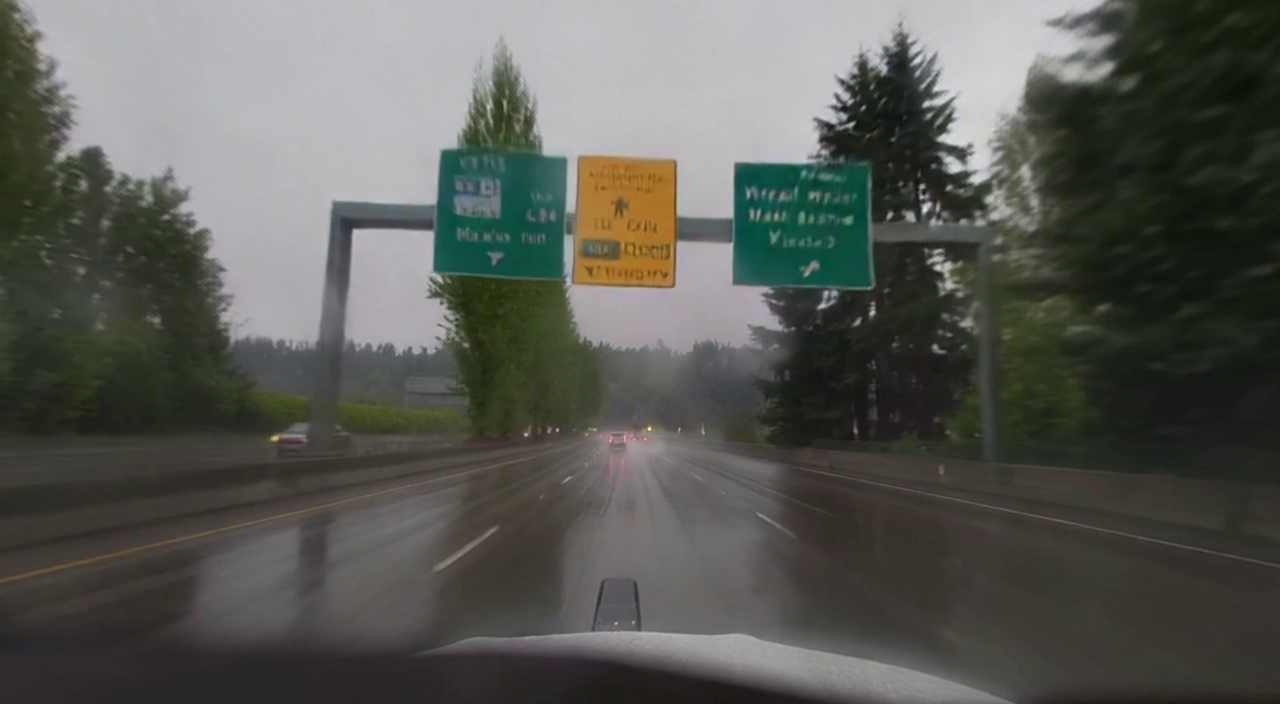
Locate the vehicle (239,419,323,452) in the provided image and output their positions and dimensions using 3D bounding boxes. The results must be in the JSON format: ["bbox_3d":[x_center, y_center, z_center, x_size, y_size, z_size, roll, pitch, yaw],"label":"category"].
[{"bbox_3d":[-17.406,4.067,30.770,1.803,1.503,4.012,0,-7,-2],"label":"vehicle"}]
